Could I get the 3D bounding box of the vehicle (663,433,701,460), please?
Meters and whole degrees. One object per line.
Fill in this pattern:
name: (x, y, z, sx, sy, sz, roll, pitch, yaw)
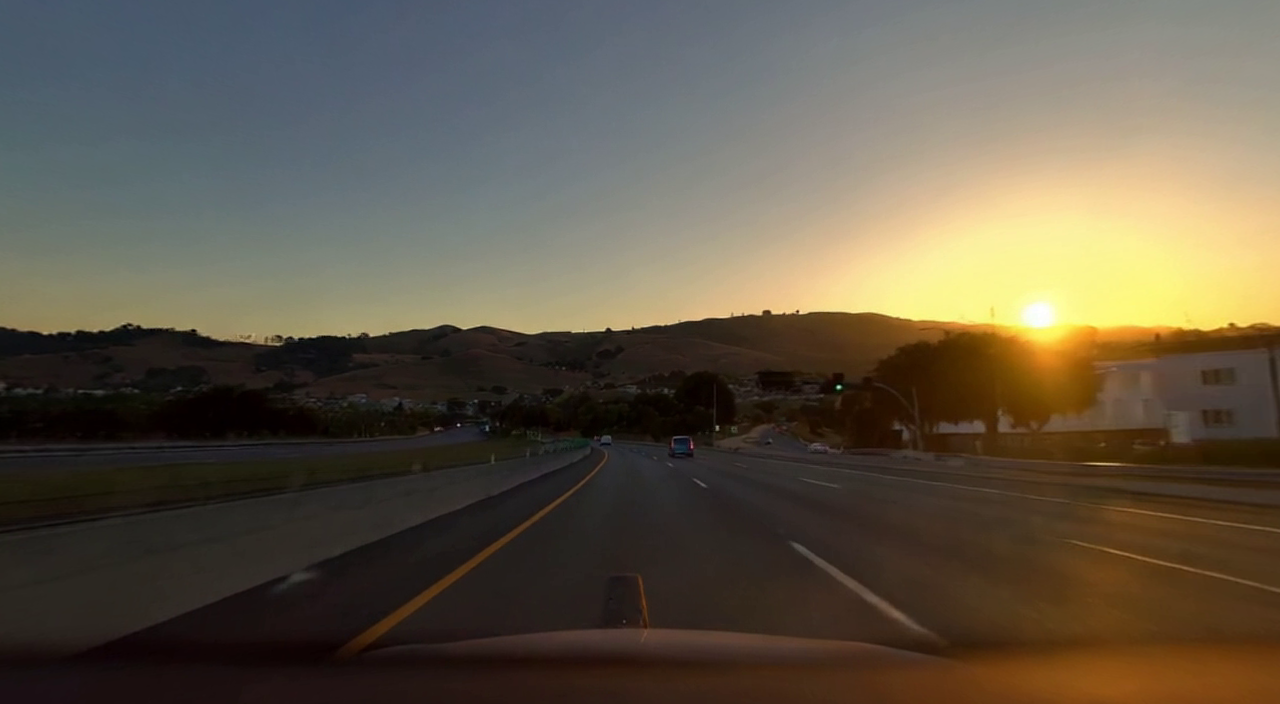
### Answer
vehicle: (2.943, 6.821, 45.509, 2.210, 1.815, 4.571, 0, -8, -3)
